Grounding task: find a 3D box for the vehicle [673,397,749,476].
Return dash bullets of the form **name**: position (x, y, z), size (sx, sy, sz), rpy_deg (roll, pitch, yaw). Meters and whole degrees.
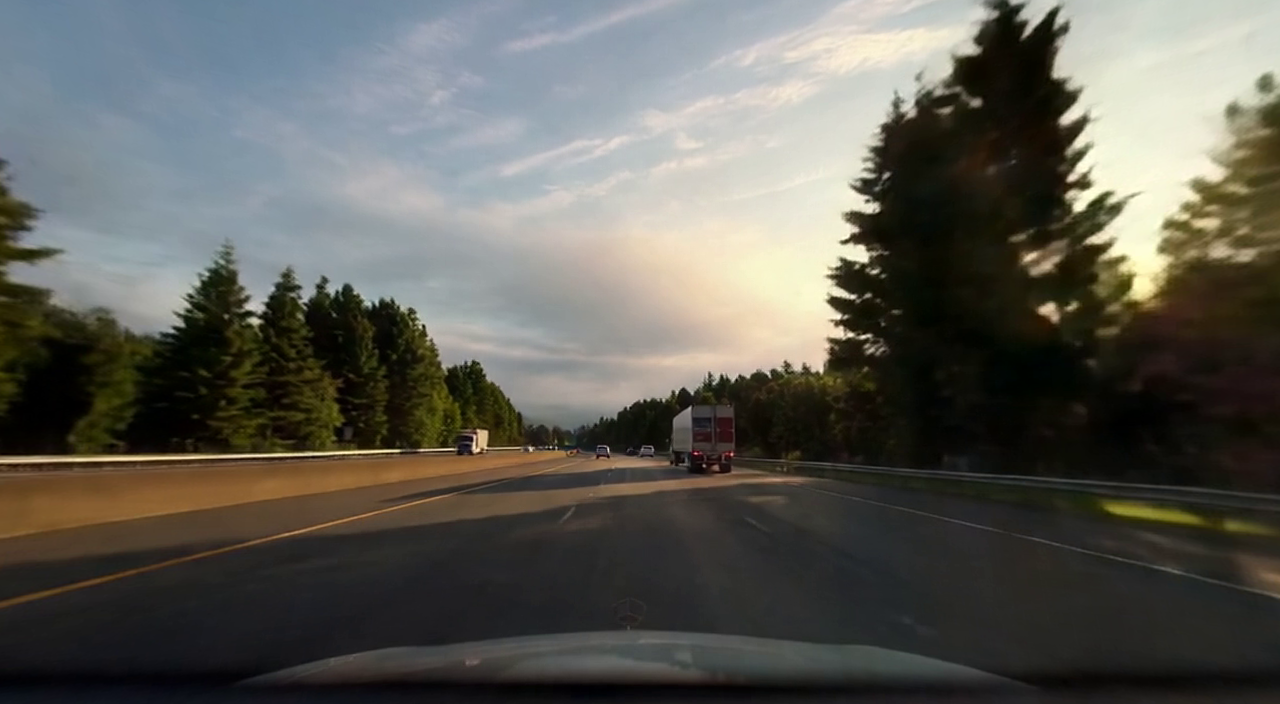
- **vehicle**: position (3.991, 5.353, 38.920), size (2.950, 4.033, 13.276), rpy_deg (0, -9, -1)
